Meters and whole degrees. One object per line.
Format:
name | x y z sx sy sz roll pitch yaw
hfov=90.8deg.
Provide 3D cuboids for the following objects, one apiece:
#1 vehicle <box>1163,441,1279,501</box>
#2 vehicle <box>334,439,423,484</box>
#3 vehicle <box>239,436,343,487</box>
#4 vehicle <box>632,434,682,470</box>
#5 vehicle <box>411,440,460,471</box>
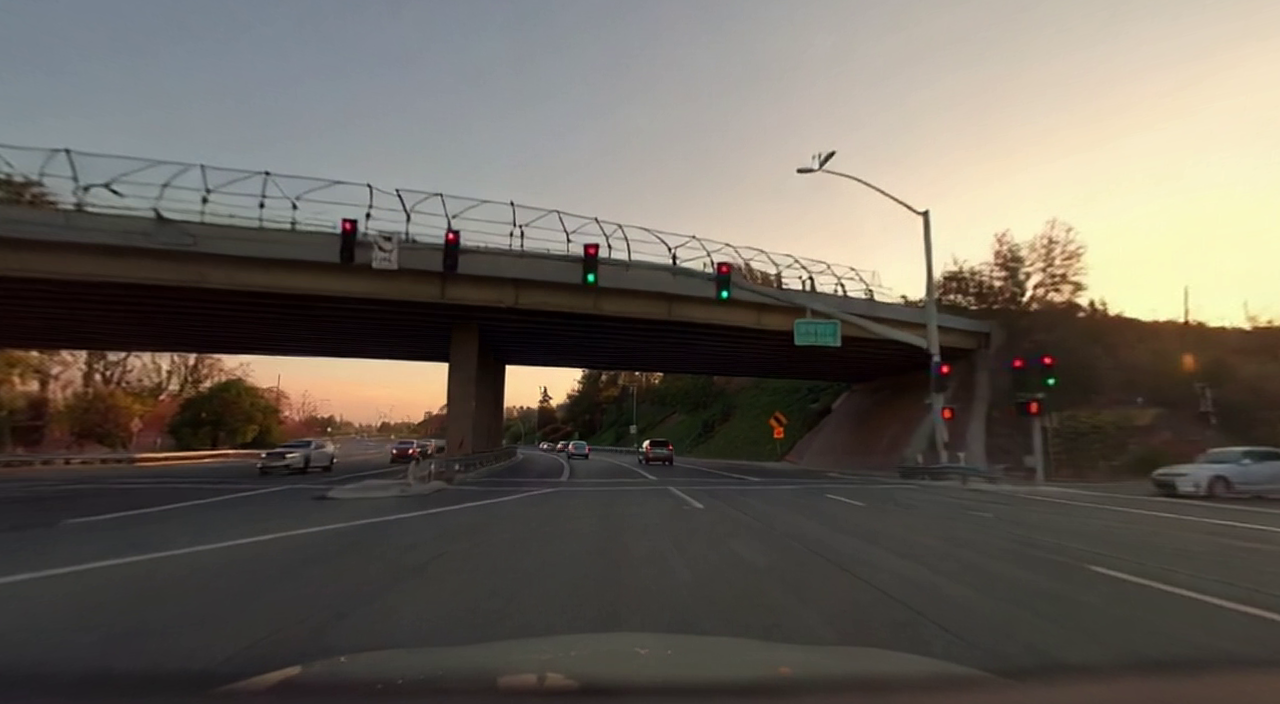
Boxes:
vehicle | 16.857 3.128 17.021 4.490 1.430 1.996 2 -8 -17
vehicle | -10.332 4.307 25.334 1.961 1.492 4.479 0 -6 -5
vehicle | -13.245 4.111 24.341 1.989 1.619 4.612 1 -6 -9
vehicle | 0.826 5.140 32.884 2.024 1.724 3.928 1 -8 -7
vehicle | -10.994 5.554 34.153 1.722 1.519 3.826 1 -8 -6
